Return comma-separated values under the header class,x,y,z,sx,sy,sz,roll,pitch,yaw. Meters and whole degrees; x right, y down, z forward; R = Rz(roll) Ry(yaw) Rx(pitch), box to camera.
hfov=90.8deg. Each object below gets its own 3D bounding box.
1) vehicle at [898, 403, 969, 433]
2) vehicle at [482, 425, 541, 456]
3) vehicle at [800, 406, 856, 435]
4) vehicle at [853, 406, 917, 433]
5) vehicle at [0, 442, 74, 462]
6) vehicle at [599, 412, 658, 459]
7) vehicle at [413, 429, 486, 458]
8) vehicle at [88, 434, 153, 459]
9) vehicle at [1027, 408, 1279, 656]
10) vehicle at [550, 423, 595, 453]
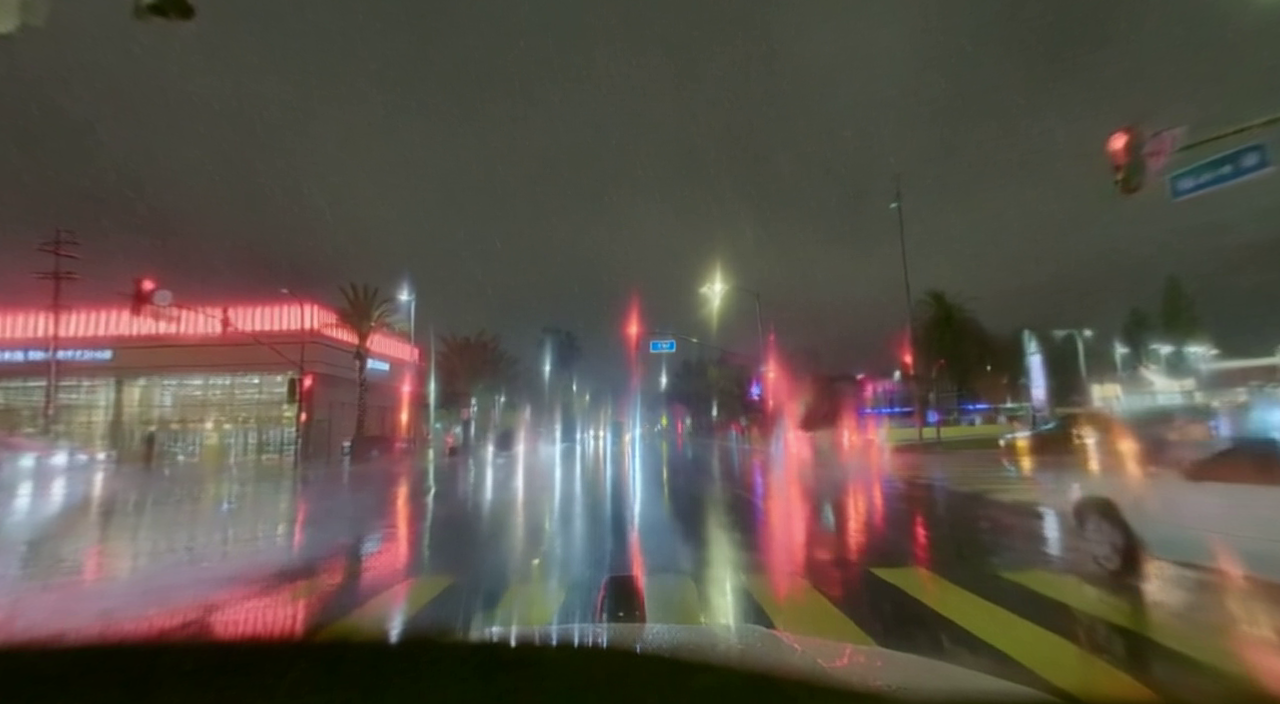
class,x,y,z,sx,sy,sz,roll,pitch,yaw
vehicle,16.597,3.807,35.993,1.850,1.509,4.297,0,-9,-1
vehicle,-6.601,4.623,32.975,2.032,1.508,4.661,-1,-8,1
vehicle,11.353,4.195,38.547,1.899,1.550,4.531,-1,-7,-2
vehicle,14.058,3.944,36.516,1.797,1.443,4.451,-1,-7,-1
vehicle,-43.091,7.159,45.204,1.573,1.372,3.435,-7,-11,29
vehicle,-0.498,3.523,26.554,2.264,1.798,4.531,0,-8,-1
vehicle,-10.271,5.003,34.489,2.002,1.470,4.388,-2,-8,11
vehicle,-40.671,7.388,49.481,1.615,1.455,3.501,-7,-4,26
vehicle,4.868,1.155,4.417,1.963,1.449,4.653,-2,-8,9
vehicle,-3.646,4.754,34.843,1.921,1.491,4.332,-1,-8,1
